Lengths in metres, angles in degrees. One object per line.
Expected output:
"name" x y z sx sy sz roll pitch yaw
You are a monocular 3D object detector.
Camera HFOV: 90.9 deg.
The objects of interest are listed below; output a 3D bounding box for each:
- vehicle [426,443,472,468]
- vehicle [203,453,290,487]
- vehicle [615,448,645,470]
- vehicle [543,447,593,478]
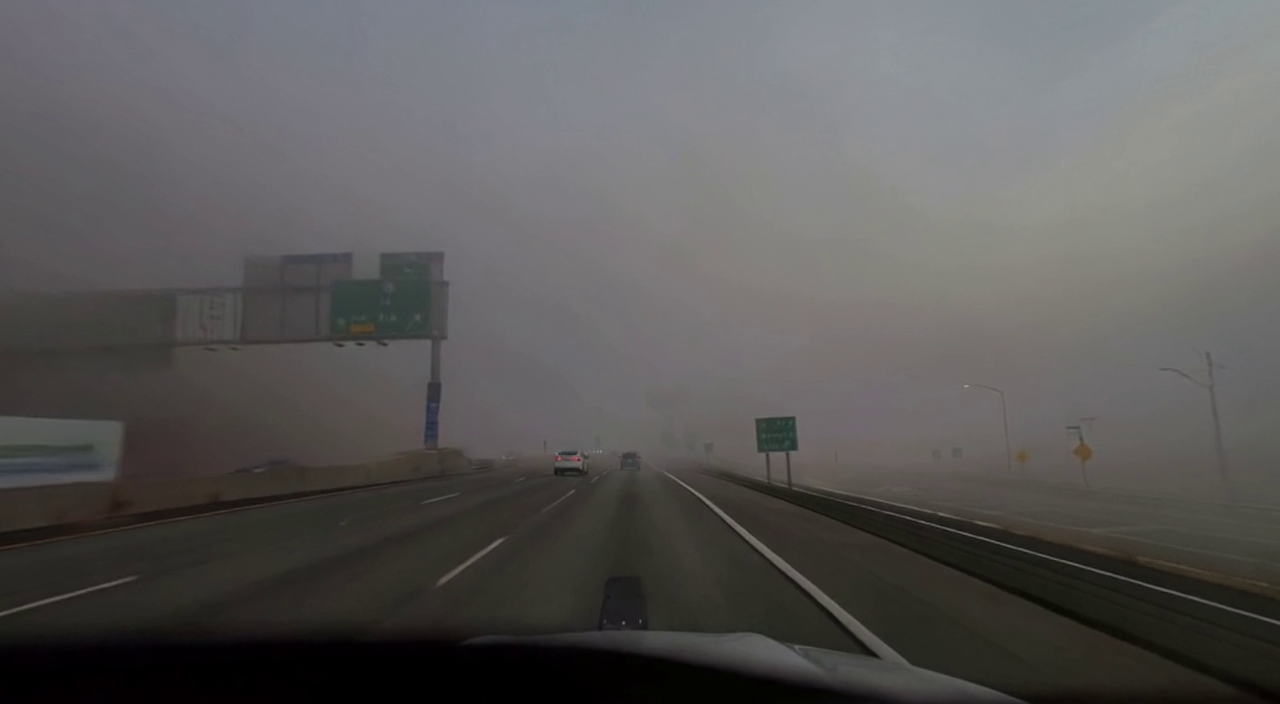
"vehicle" -14.172 7.668 47.012 1.813 1.728 5.143 -1 -8 0
"vehicle" -17.459 5.207 28.154 1.592 1.387 3.448 0 -9 0
"vehicle" -0.716 7.695 45.600 2.100 1.471 3.956 0 -8 -1
"vehicle" -3.712 5.777 33.334 2.067 1.509 4.551 -1 -8 1
